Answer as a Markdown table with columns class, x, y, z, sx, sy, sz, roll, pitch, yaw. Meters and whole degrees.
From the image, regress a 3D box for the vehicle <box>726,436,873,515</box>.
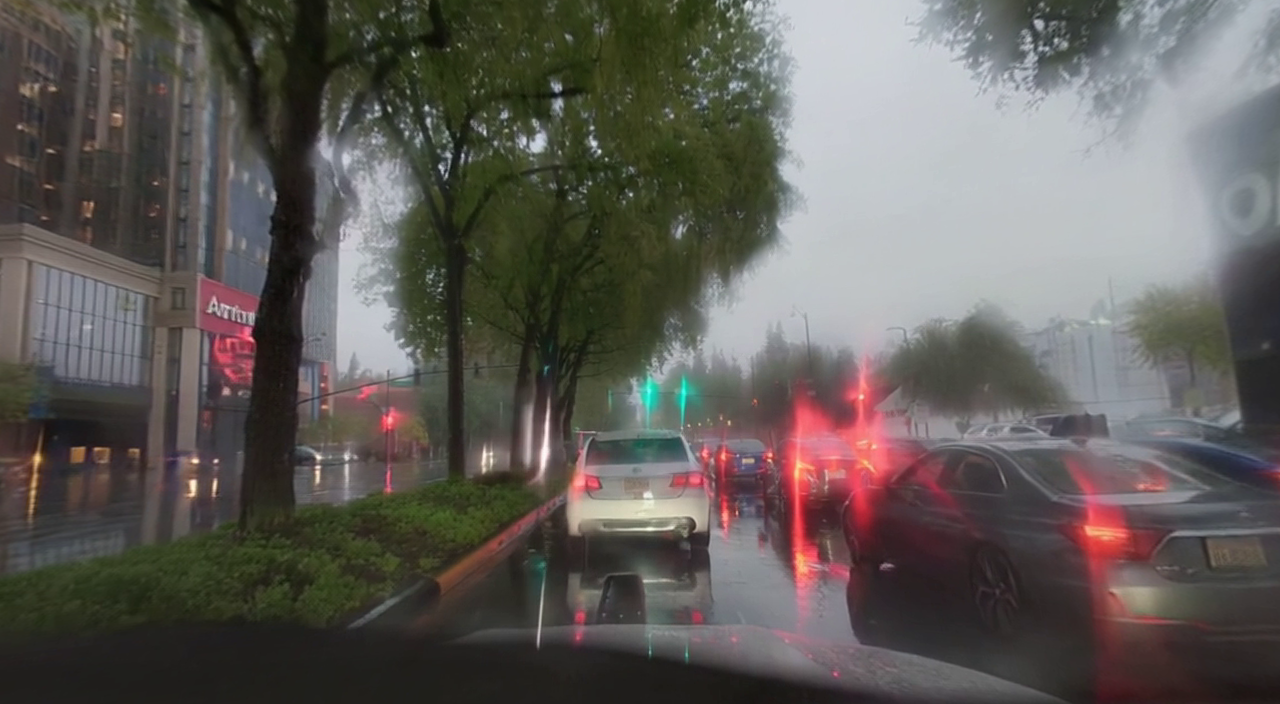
| class | x | y | z | sx | sy | sz | roll | pitch | yaw |
| --- | --- | --- | --- | --- | --- | --- | --- | --- | --- |
| vehicle | 3.325 | 2.680 | 14.229 | 1.996 | 1.469 | 4.495 | 0 | -9 | -2 |

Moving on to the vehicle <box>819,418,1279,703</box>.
| class | x | y | z | sx | sy | sz | roll | pitch | yaw |
| --- | --- | --- | --- | --- | --- | --- | --- | --- | --- |
| vehicle | 3.232 | 1.421 | 5.596 | 1.912 | 1.454 | 4.537 | 0 | -9 | -1 |

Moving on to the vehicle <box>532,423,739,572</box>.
| class | x | y | z | sx | sy | sz | roll | pitch | yaw |
| --- | --- | --- | --- | --- | --- | --- | --- | --- | --- |
| vehicle | -0.079 | 1.798 | 8.567 | 2.118 | 1.512 | 4.013 | 0 | -9 | -1 |
